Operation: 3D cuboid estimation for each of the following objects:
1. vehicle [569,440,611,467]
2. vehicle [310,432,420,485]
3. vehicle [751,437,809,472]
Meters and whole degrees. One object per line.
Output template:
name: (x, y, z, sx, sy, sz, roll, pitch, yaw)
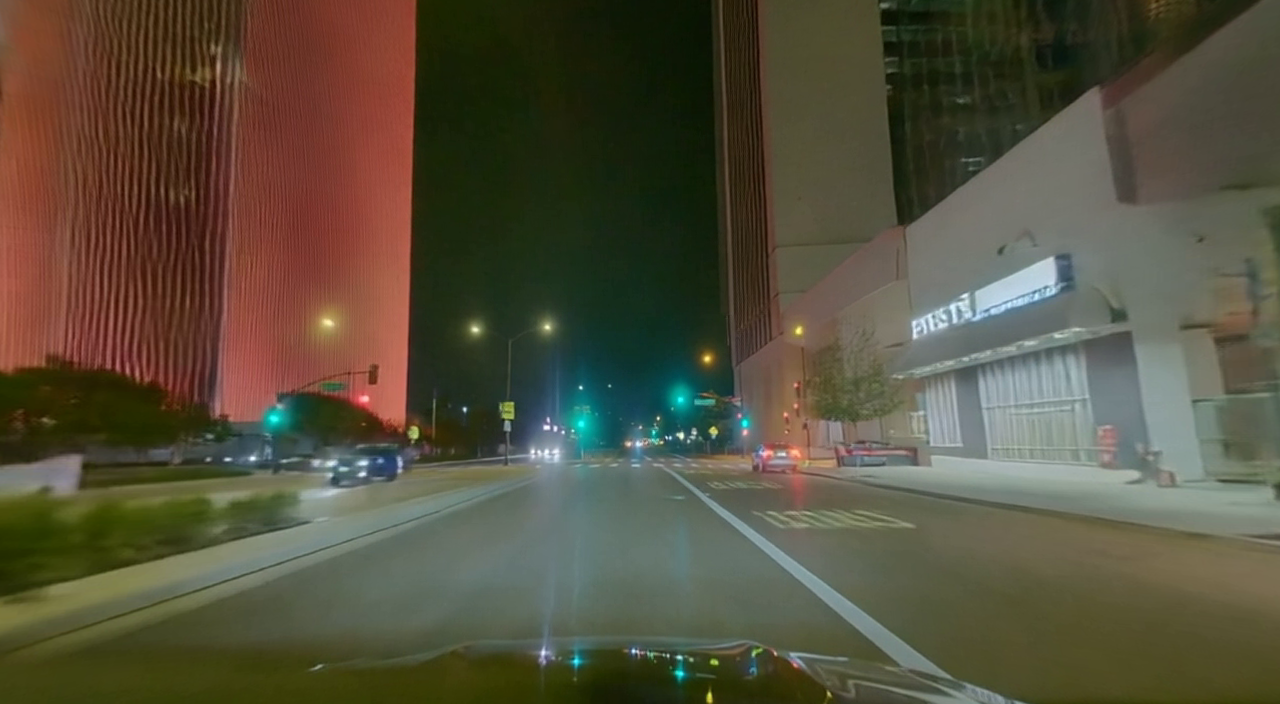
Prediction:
vehicle: (-2.834, 5.886, 36.588, 2.078, 1.471, 4.217, 0, -8, 0)
vehicle: (-10.318, 4.022, 24.061, 2.155, 1.830, 4.564, 0, -8, -1)
vehicle: (7.255, 5.343, 33.026, 1.950, 1.686, 4.509, 0, -8, -1)
